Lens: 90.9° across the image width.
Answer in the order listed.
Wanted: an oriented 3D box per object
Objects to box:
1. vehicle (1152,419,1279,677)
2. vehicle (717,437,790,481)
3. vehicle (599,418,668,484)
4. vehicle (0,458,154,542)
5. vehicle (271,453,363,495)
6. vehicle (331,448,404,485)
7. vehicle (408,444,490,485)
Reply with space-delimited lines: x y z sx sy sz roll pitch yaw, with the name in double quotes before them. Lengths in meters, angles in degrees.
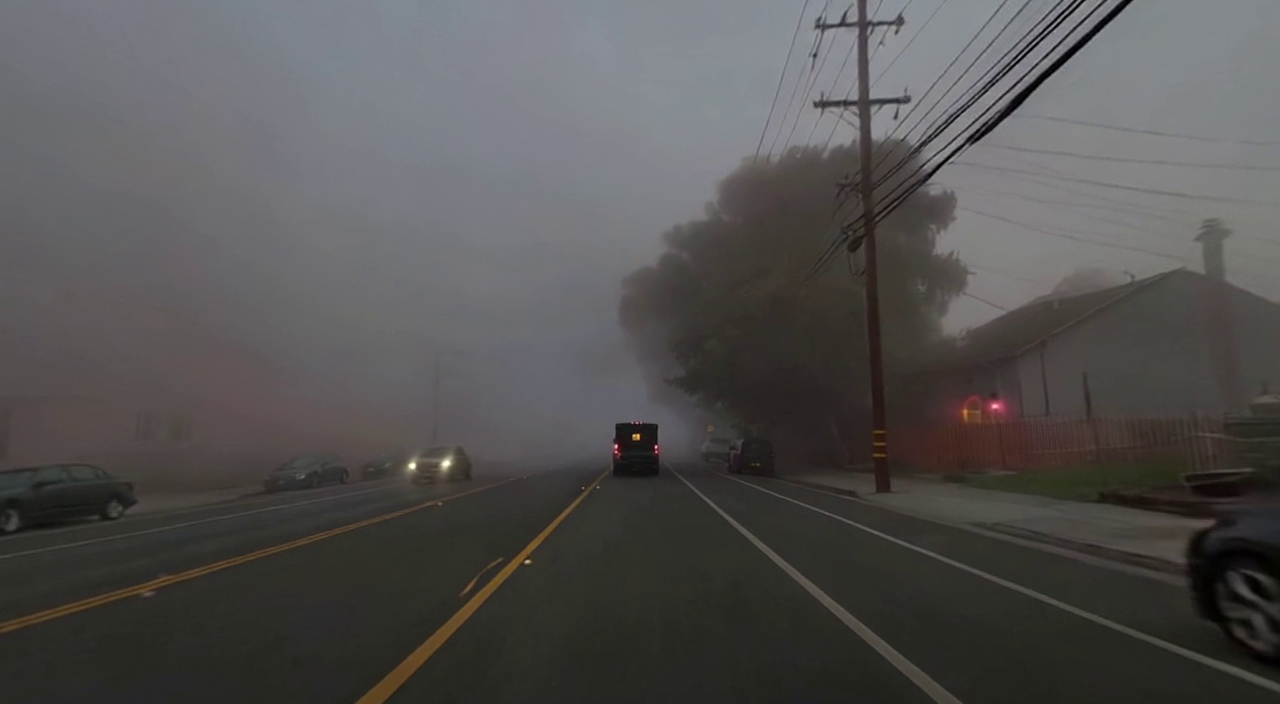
"vehicle" 4.684 0.926 2.295 2.022 1.456 4.246 0 -8 -1
"vehicle" 4.260 4.075 24.351 1.946 1.530 4.240 0 -8 -1
"vehicle" -0.346 3.451 22.147 2.168 2.040 4.527 0 -8 -4
"vehicle" -12.839 3.057 13.108 2.004 1.441 4.572 -3 -8 -3
"vehicle" -13.143 4.956 25.938 1.841 1.356 3.938 -4 -8 -2
"vehicle" -13.653 5.724 31.898 1.979 1.509 4.763 -3 -7 -5
"vehicle" -7.254 4.295 24.449 1.844 1.453 4.414 0 -8 -1
